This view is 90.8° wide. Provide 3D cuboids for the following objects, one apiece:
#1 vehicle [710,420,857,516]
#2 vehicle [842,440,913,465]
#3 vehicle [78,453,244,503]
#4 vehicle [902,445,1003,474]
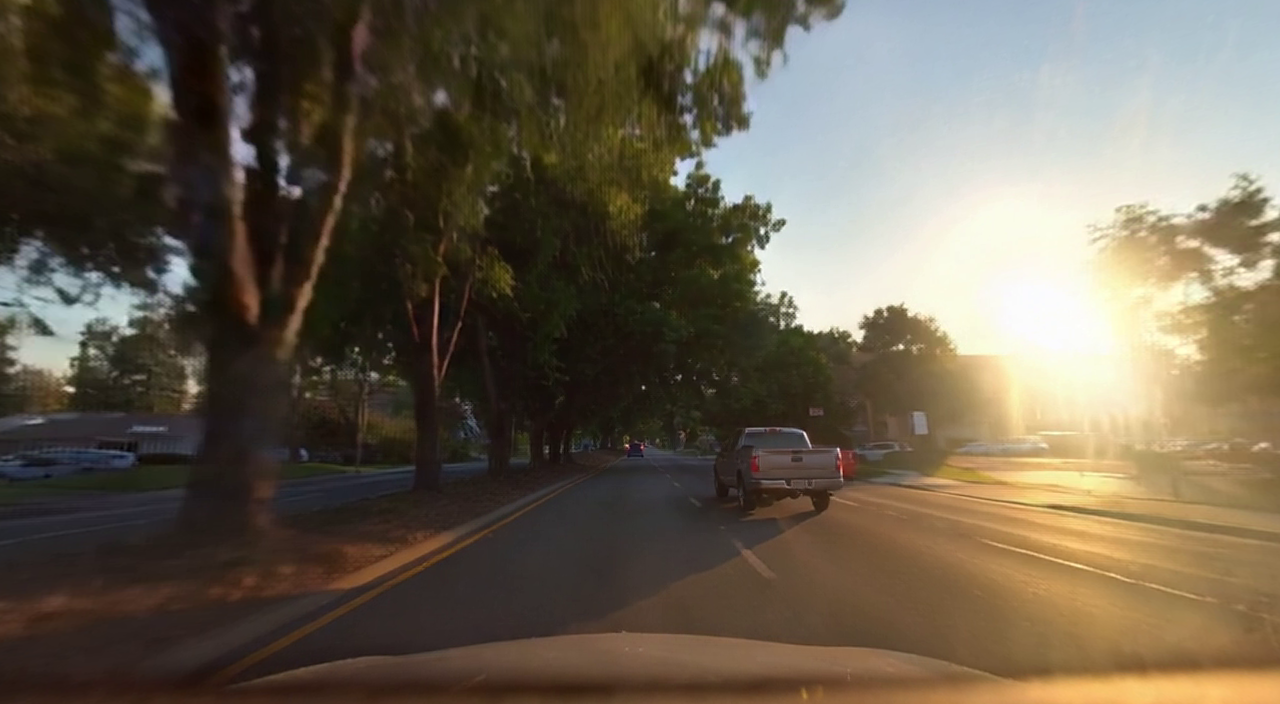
[{"bbox_3d":[3.070,2.620,14.871,2.138,1.836,5.245,0,-8,-1],"label":"vehicle"},{"bbox_3d":[17.528,7.367,46.651,4.747,1.761,2.043,-3,-9,22],"label":"vehicle"},{"bbox_3d":[-19.062,4.989,25.264,5.074,1.804,2.283,-1,-8,10],"label":"vehicle"},{"bbox_3d":[16.932,5.809,34.432,4.721,1.462,2.028,-4,-9,25],"label":"vehicle"}]
